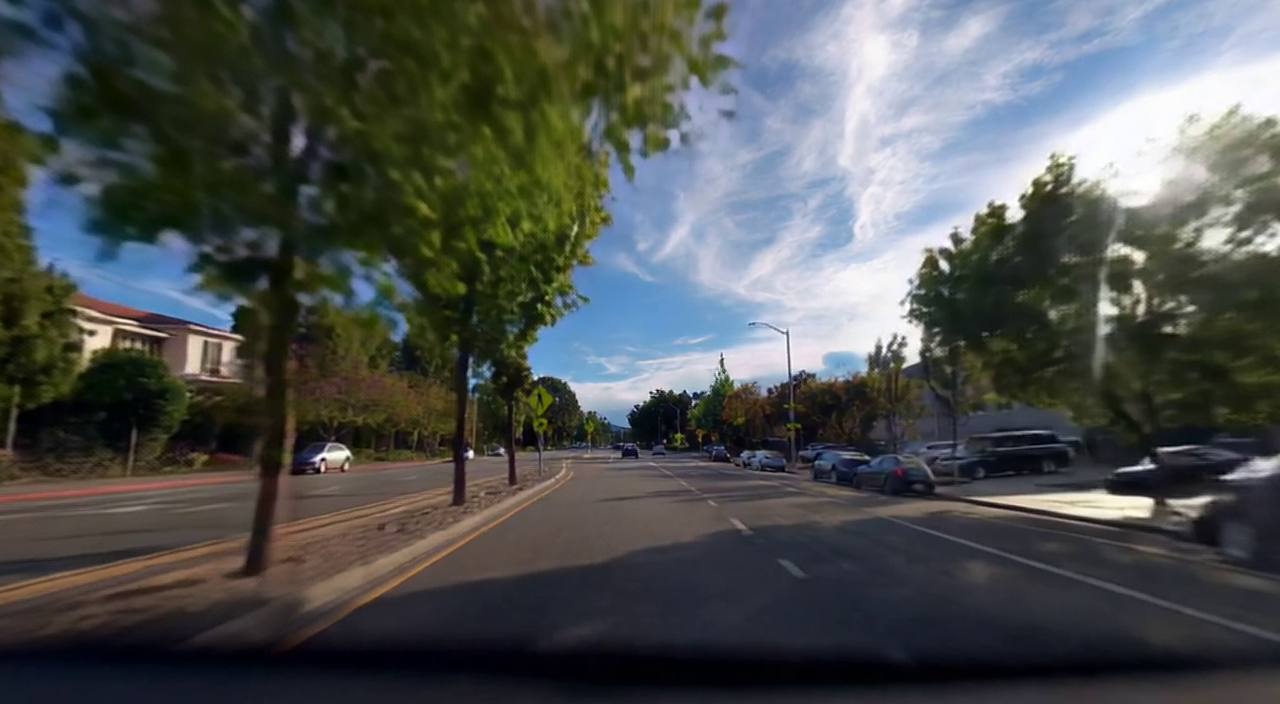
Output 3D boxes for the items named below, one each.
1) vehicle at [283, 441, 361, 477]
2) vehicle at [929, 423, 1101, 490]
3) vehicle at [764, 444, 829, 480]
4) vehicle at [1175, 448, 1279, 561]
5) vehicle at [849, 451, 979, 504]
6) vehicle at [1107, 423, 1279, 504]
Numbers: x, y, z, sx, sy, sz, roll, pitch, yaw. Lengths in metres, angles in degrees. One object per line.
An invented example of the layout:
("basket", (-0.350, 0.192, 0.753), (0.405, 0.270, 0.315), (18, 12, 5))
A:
("vehicle", (-18.165, 6.085, 36.417), (2.016, 1.755, 5.389), (-3, -8, -4))
("vehicle", (15.998, 4.429, 27.188), (5.911, 2.054, 2.167), (-6, -6, -2))
("vehicle", (8.458, 5.965, 34.713), (2.100, 1.821, 4.991), (0, -8, -2))
("vehicle", (9.579, 2.013, 7.597), (2.034, 1.499, 5.008), (6, -9, 1))
("vehicle", (9.032, 4.140, 21.404), (2.009, 1.493, 4.983), (0, -8, -2))
("vehicle", (17.182, 3.329, 19.228), (4.060, 1.792, 2.143), (-7, -7, -4))
